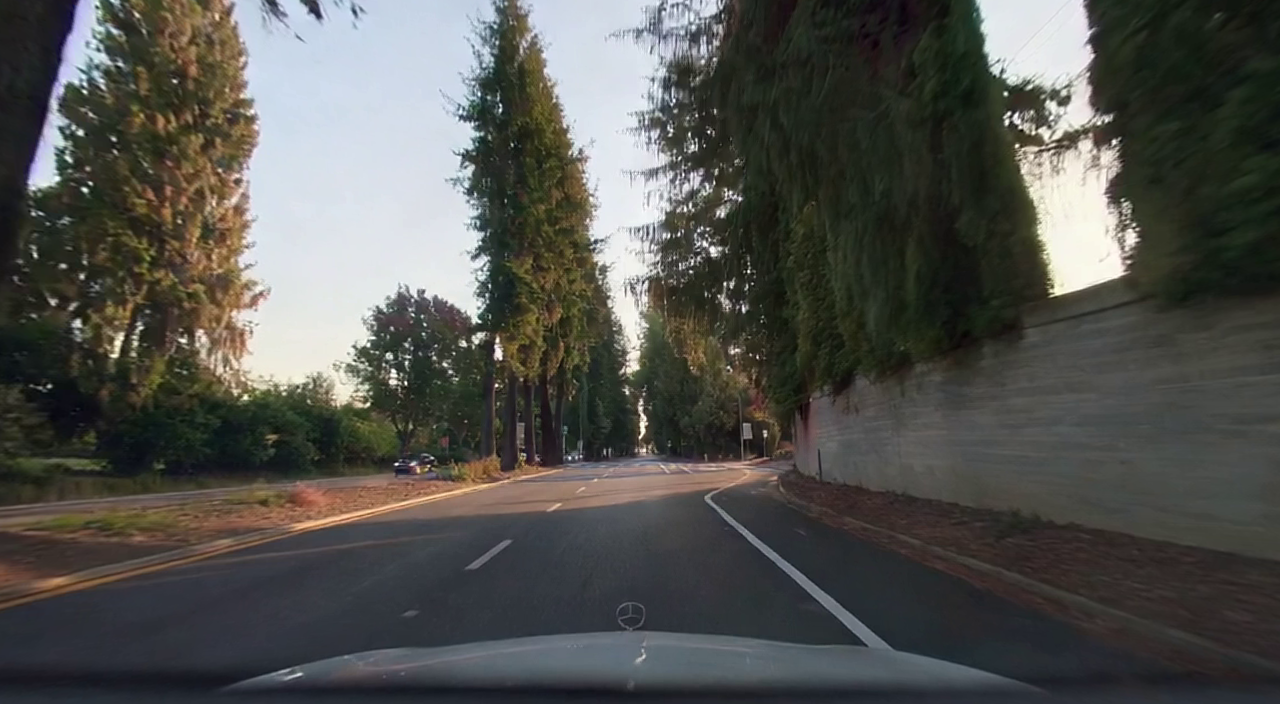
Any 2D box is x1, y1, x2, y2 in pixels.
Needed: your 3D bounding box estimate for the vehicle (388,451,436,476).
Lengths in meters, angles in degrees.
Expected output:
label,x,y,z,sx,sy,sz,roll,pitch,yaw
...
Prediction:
label,x,y,z,sx,sy,sz,roll,pitch,yaw
vehicle,-17.799,8.689,49.472,1.975,1.815,4.629,0,-8,1
